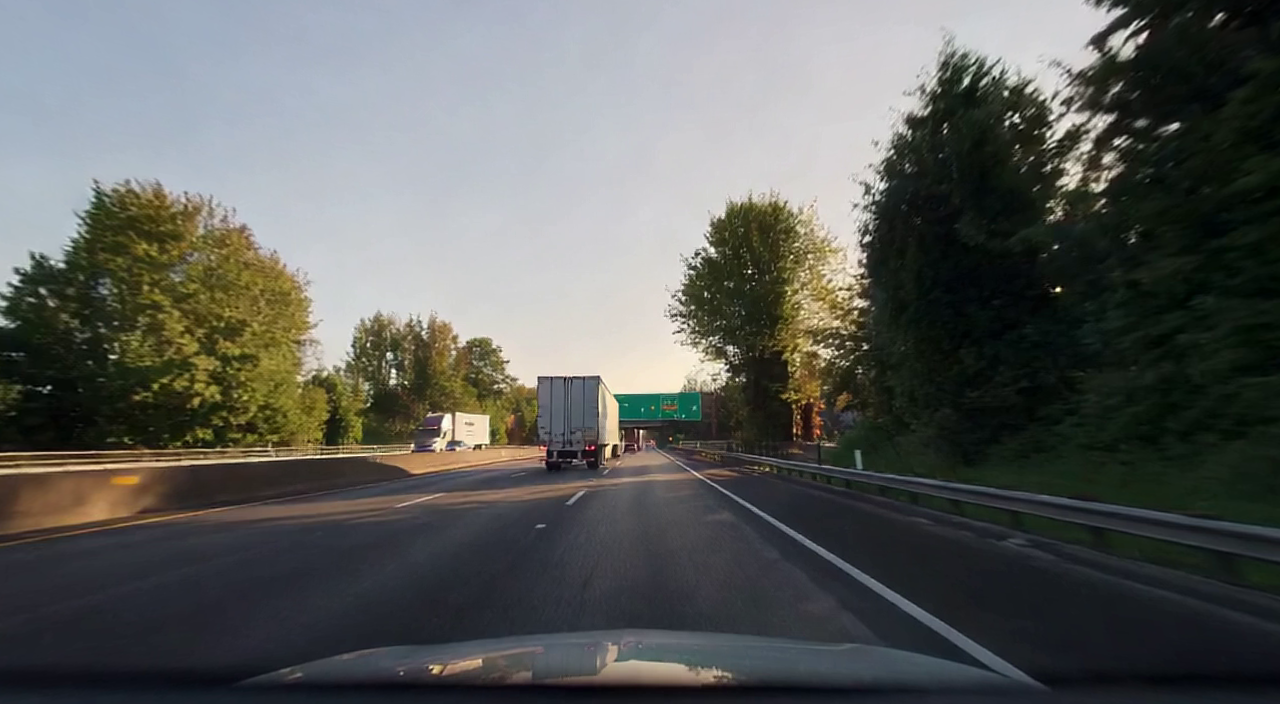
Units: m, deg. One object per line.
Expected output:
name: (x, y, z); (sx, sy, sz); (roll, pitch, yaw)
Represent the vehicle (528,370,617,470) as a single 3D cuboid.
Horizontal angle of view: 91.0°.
vehicle: (-3.024, 3.781, 32.779); (2.947, 4.051, 14.256); (1, -8, 0)
